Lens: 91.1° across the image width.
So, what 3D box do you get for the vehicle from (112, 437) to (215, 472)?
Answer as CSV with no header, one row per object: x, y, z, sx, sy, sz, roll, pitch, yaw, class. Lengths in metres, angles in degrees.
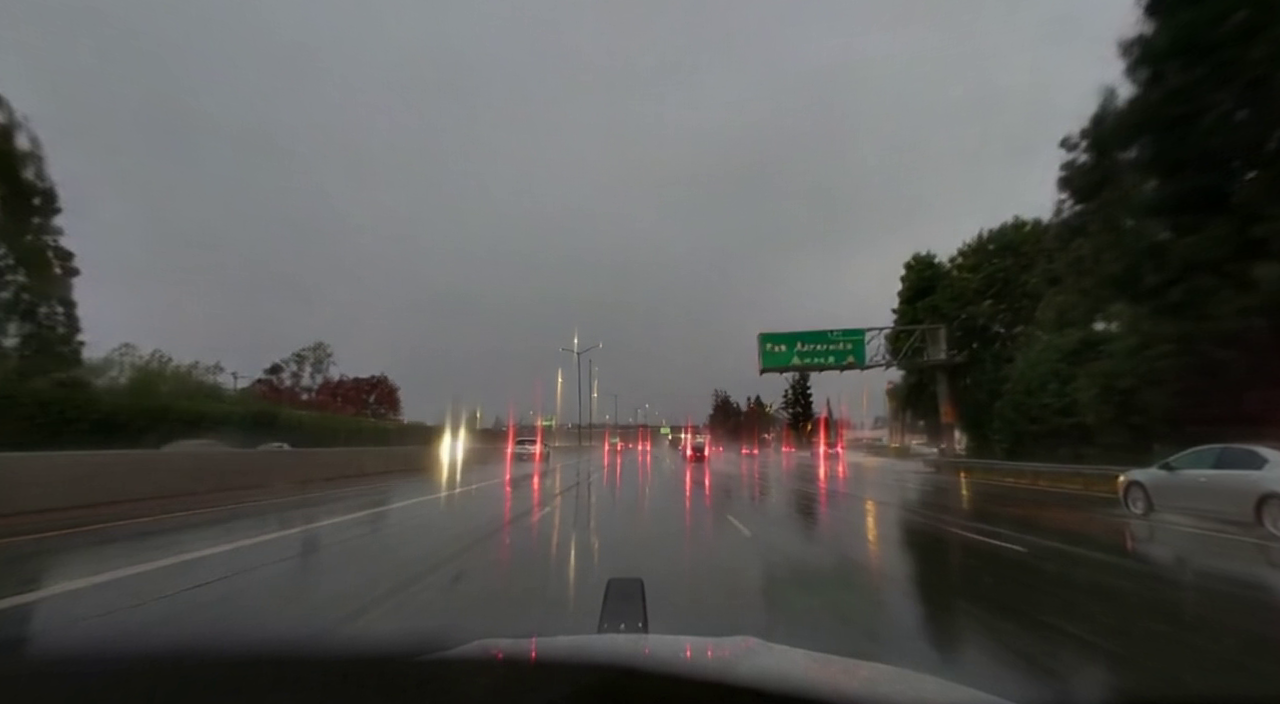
-21.346,4.597,28.292,1.715,1.425,3.674,0,-8,0,vehicle

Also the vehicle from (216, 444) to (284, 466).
-28.867,7.599,46.697,1.900,1.530,4.914,0,-8,0,vehicle

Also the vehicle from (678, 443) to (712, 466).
3.728,6.988,42.983,1.950,1.453,3.378,0,-8,-1,vehicle

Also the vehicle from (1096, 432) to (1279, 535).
10.196,2.069,10.175,1.979,1.467,4.839,0,-8,0,vehicle

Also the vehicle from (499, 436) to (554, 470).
-6.262,5.595,35.087,2.091,1.746,4.437,0,-8,2,vehicle
